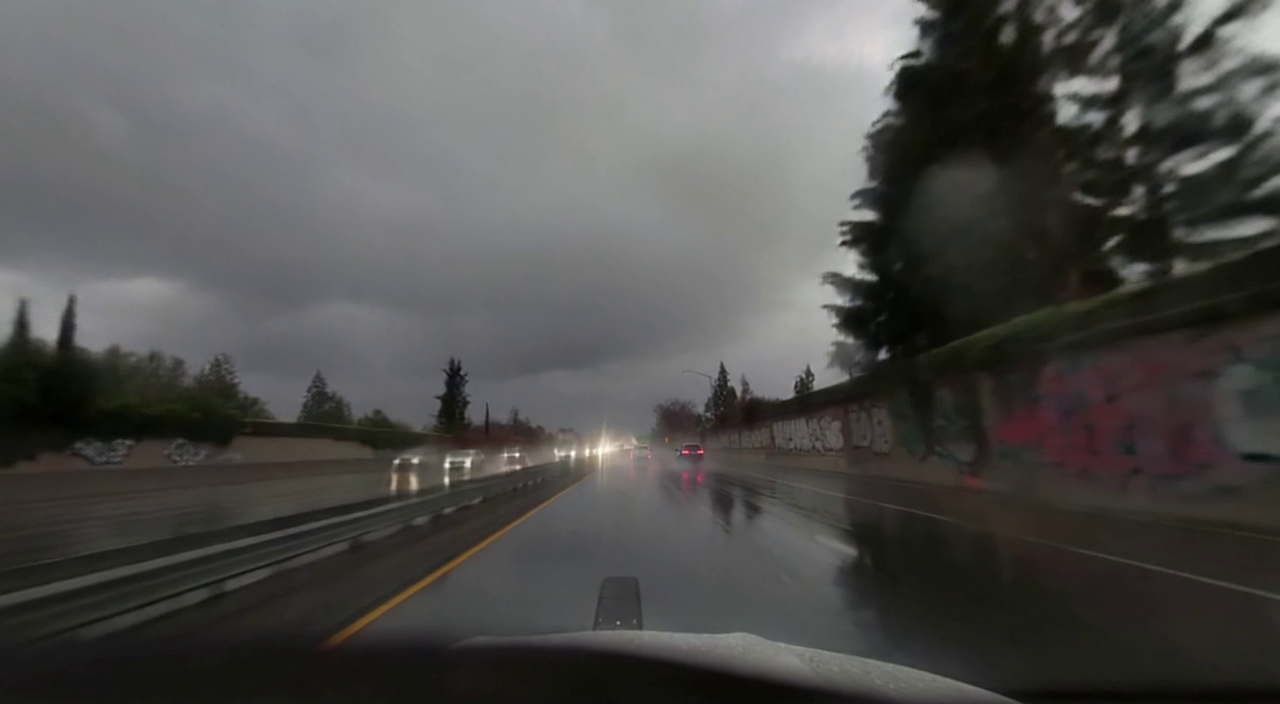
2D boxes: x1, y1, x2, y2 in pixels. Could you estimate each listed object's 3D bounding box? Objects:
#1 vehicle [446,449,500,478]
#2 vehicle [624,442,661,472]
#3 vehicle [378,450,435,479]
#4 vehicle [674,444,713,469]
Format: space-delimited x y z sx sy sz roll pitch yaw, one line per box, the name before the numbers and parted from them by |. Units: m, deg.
vehicle | -9.775 6.549 37.068 2.015 1.617 4.274 -1 -9 0
vehicle | 0.122 6.454 38.699 2.095 1.671 4.219 0 -9 -1
vehicle | -14.146 6.805 38.211 1.877 1.588 4.079 -1 -9 0
vehicle | 3.618 7.165 43.112 2.303 1.614 4.154 0 -9 0
